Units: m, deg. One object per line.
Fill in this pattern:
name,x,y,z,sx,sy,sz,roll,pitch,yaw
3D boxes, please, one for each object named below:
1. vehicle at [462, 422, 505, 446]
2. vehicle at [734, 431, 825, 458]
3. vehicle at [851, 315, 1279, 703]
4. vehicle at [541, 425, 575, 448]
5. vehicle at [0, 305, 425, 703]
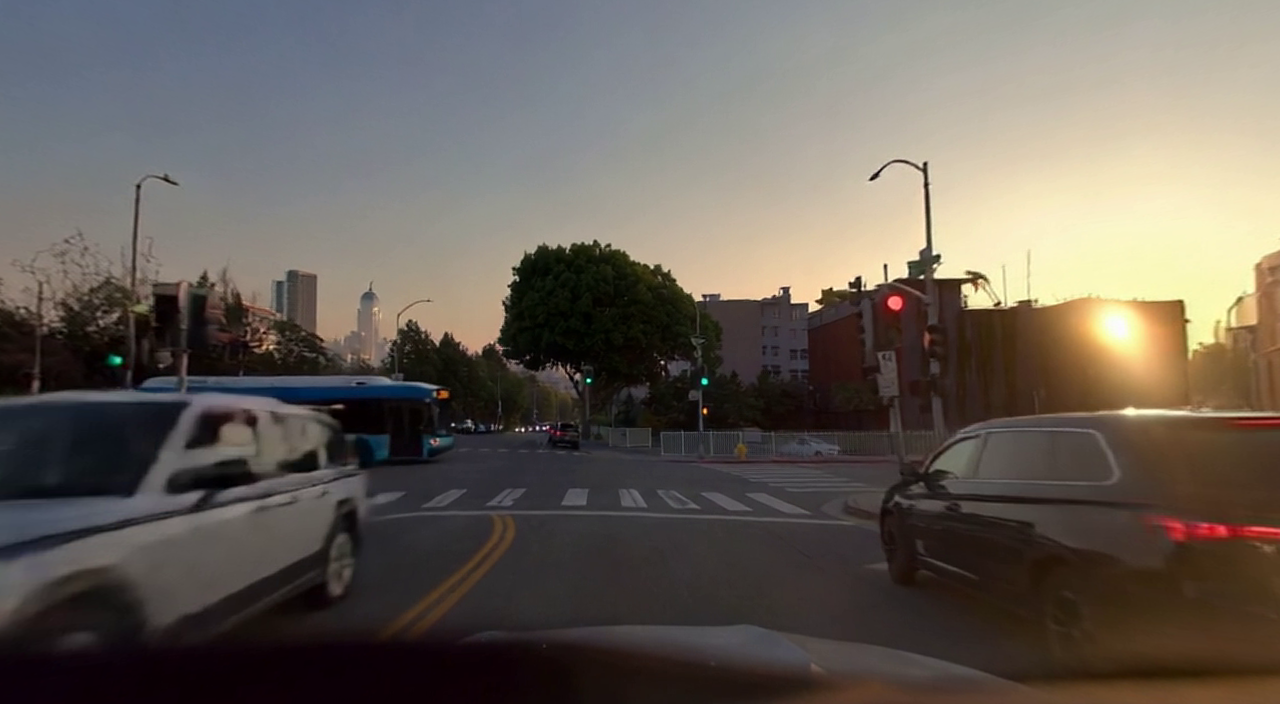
vehicle,-10.941,5.788,44.363,2.084,1.524,4.098,1,-8,-2
vehicle,7.429,4.966,33.860,4.451,1.422,1.744,0,-8,0
vehicle,3.506,1.135,5.012,2.052,1.929,4.747,0,-8,1
vehicle,-5.555,5.818,43.203,1.799,1.468,3.693,0,-8,1
vehicle,-3.352,1.062,4.540,2.148,1.818,4.791,0,-8,-3
